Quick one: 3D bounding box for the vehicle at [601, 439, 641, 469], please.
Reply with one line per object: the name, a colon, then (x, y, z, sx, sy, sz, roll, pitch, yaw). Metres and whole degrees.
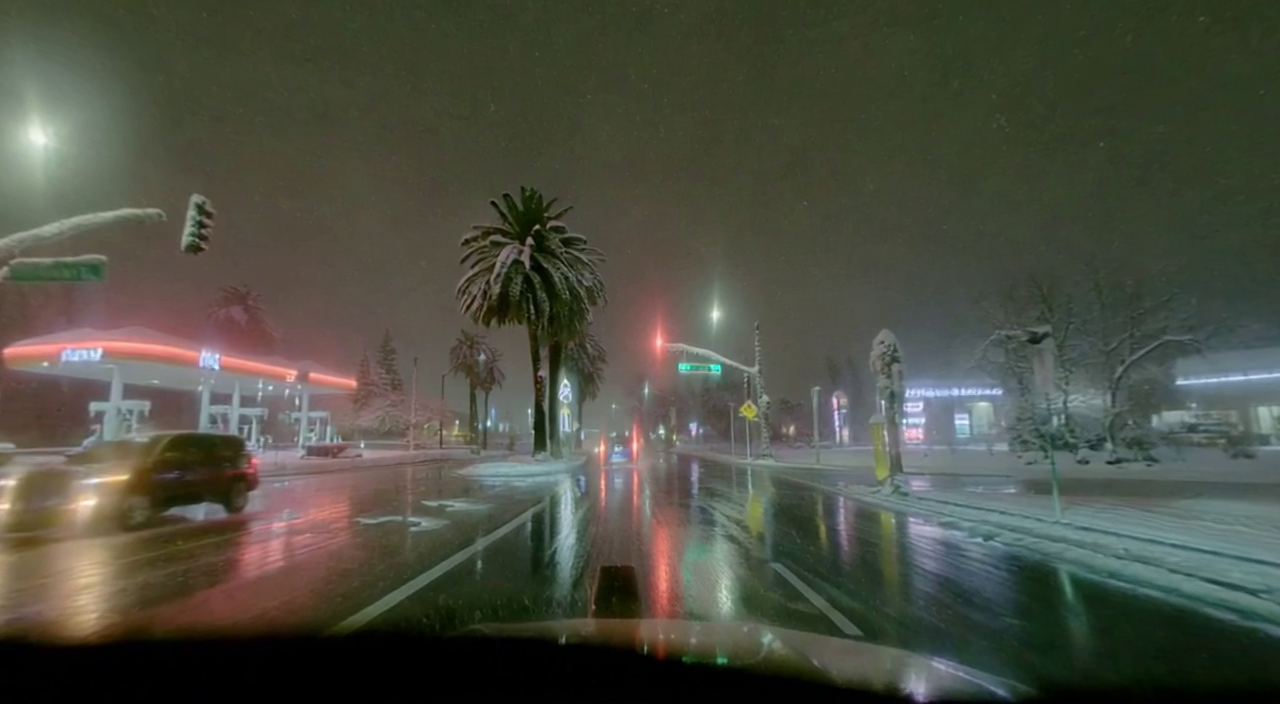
vehicle: (-1.043, 5.645, 35.095, 2.073, 1.525, 4.809, 0, -8, -2)

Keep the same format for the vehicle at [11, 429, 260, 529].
vehicle: (-11.378, 2.850, 14.816, 2.009, 1.949, 4.488, 0, -8, 1)
